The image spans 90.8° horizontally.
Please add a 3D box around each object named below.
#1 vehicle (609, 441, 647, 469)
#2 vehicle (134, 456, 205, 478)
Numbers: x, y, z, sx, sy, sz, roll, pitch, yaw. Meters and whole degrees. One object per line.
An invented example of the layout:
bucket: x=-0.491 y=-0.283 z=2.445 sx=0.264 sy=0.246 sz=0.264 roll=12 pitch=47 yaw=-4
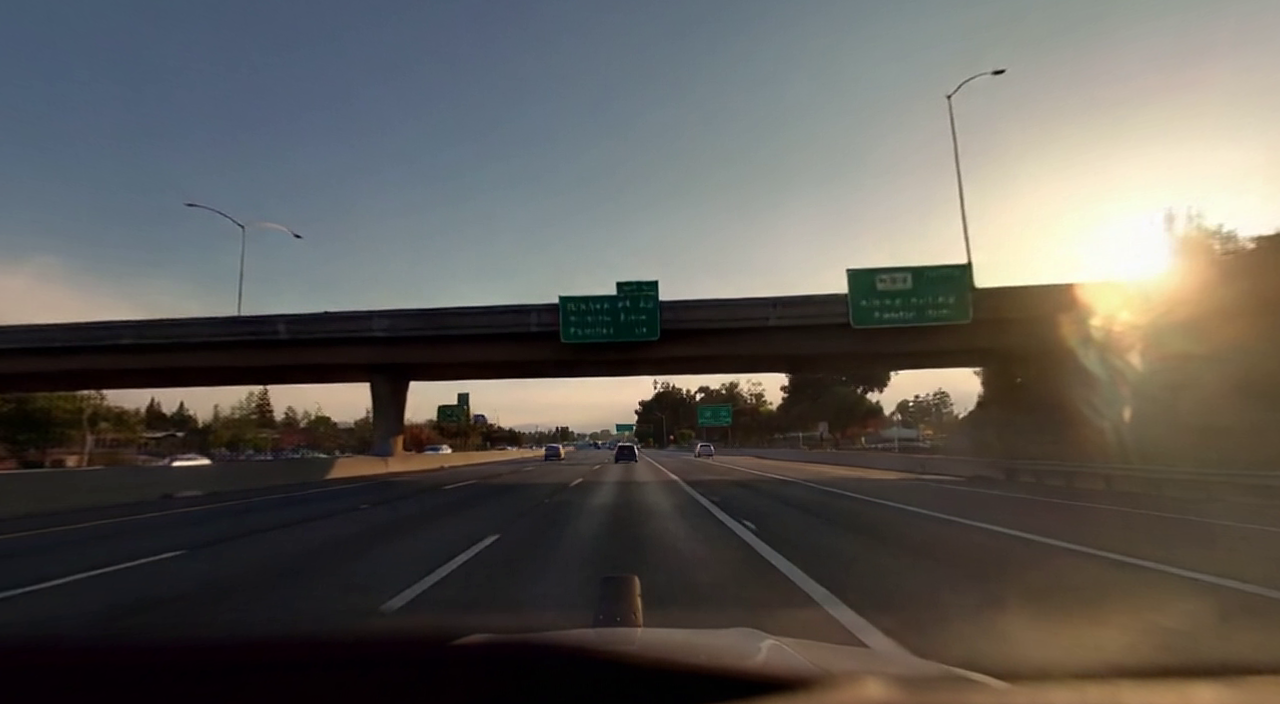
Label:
vehicle: x=-0.696 y=5.832 z=35.903 sx=2.012 sy=1.471 sz=4.059 roll=0 pitch=-8 yaw=-2
vehicle: x=-35.922 y=8.793 z=48.406 sx=1.887 sy=1.475 sz=4.752 roll=0 pitch=-8 yaw=-2
